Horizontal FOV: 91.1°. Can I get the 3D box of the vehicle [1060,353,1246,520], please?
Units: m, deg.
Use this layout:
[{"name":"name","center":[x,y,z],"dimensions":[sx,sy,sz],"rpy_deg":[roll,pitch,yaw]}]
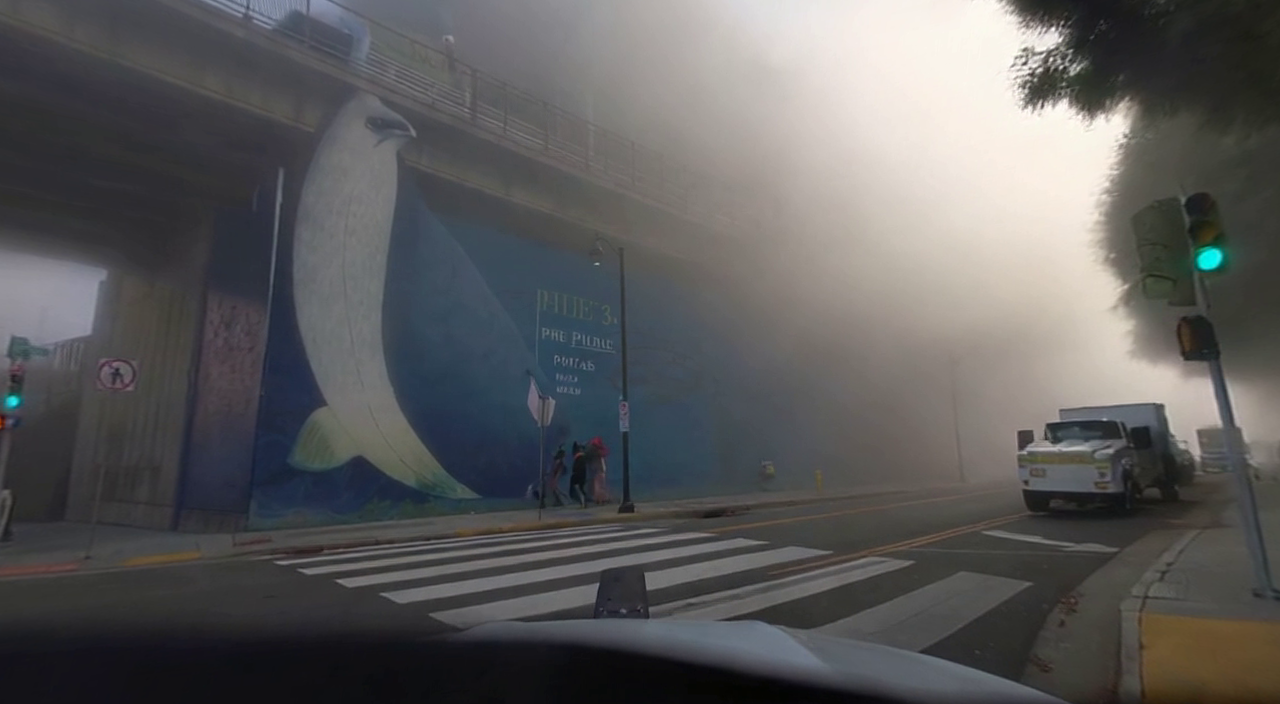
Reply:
[{"name":"vehicle","center":[15.789,2.564,18.954],"dimensions":[9.347,3.893,2.849],"rpy_deg":[8,-12,-43]}]
